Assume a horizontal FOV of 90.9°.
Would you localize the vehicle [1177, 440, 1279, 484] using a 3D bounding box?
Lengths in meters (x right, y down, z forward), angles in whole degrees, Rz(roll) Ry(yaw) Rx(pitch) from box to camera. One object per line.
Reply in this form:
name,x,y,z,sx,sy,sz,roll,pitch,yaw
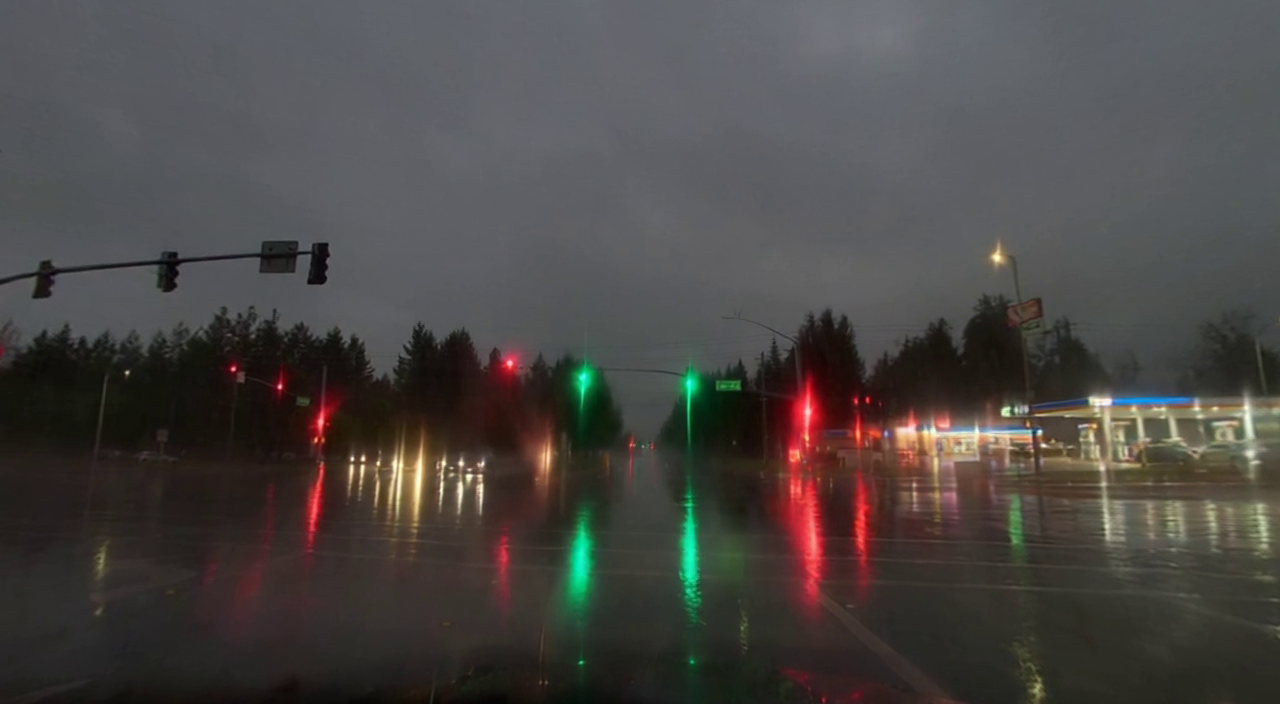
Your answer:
vehicle,22.091,3.783,21.835,4.716,1.455,2.060,-3,-9,17
